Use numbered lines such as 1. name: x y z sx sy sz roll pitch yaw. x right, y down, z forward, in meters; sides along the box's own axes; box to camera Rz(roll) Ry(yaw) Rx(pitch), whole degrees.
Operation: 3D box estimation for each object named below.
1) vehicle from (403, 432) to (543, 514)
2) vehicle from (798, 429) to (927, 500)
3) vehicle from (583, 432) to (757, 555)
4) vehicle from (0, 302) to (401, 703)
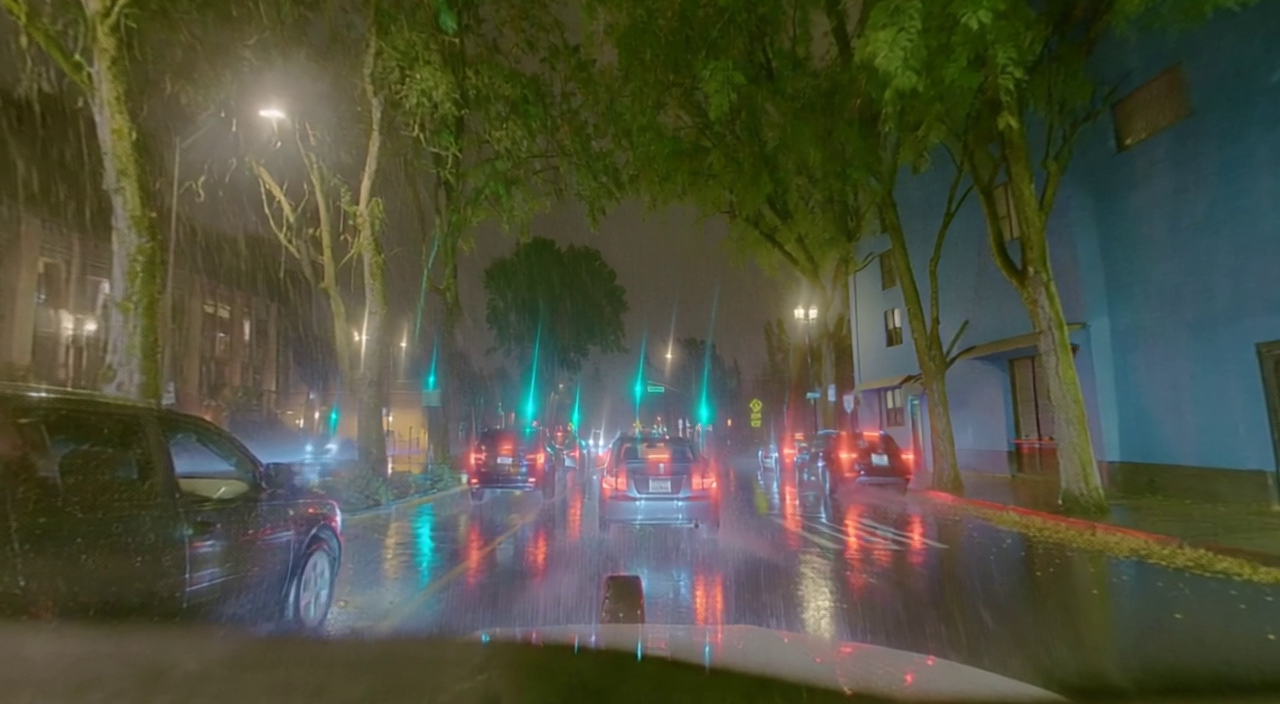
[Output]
1. vehicle: -3.501 2.622 14.231 1.901 1.522 4.556 0 -9 0
2. vehicle: 6.347 3.248 18.697 2.025 1.808 4.579 0 -9 -2
3. vehicle: 0.269 1.992 9.580 2.095 1.438 3.843 0 -9 -3
4. vehicle: -3.268 0.929 3.394 2.152 1.802 4.628 0 -9 0
